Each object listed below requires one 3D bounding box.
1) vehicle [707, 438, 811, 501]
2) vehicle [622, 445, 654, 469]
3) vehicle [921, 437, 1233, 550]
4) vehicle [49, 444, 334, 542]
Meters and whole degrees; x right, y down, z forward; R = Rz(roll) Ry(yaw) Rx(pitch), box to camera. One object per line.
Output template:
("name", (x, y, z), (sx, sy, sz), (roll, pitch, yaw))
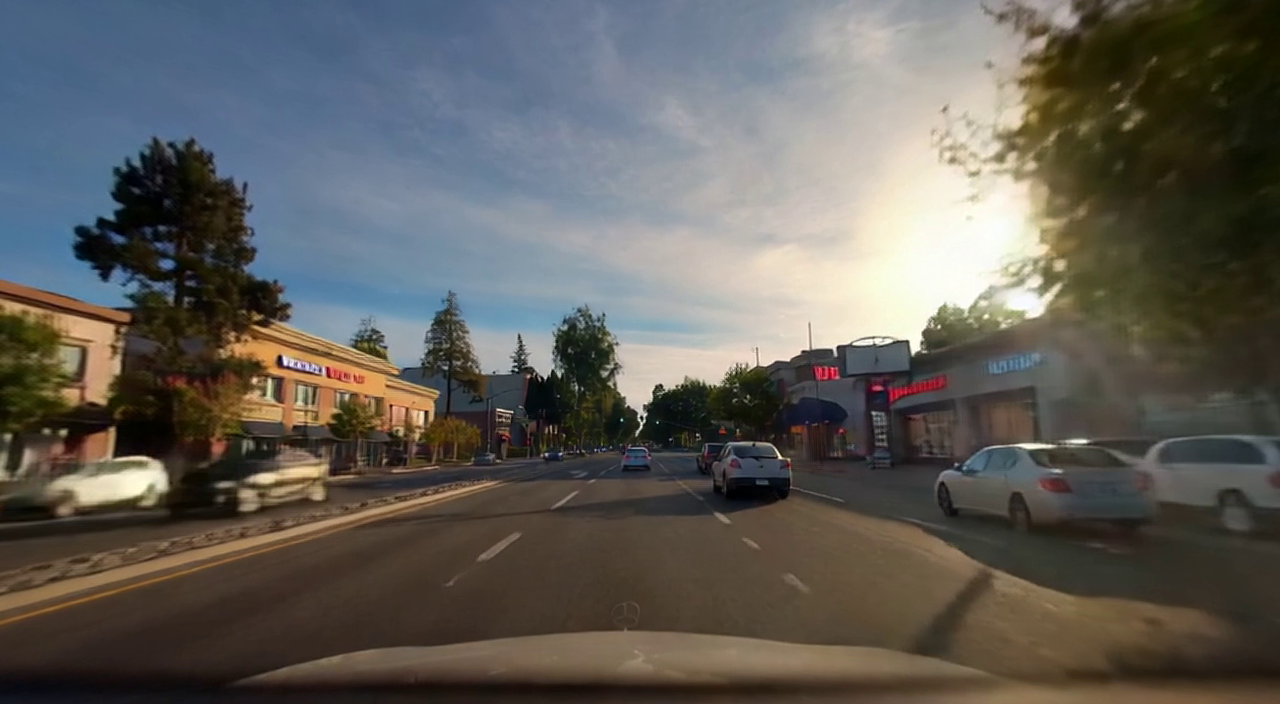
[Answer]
("vehicle", (3.253, 3.309, 18.264), (2.072, 1.545, 4.578), (0, -8, -1))
("vehicle", (-0.131, 6.961, 41.991), (2.052, 1.461, 4.324), (0, -8, 0))
("vehicle", (6.782, 2.202, 10.633), (1.952, 1.449, 4.544), (0, -8, 0))
("vehicle", (-8.244, 2.578, 12.402), (2.050, 1.499, 4.816), (0, -8, 0))
